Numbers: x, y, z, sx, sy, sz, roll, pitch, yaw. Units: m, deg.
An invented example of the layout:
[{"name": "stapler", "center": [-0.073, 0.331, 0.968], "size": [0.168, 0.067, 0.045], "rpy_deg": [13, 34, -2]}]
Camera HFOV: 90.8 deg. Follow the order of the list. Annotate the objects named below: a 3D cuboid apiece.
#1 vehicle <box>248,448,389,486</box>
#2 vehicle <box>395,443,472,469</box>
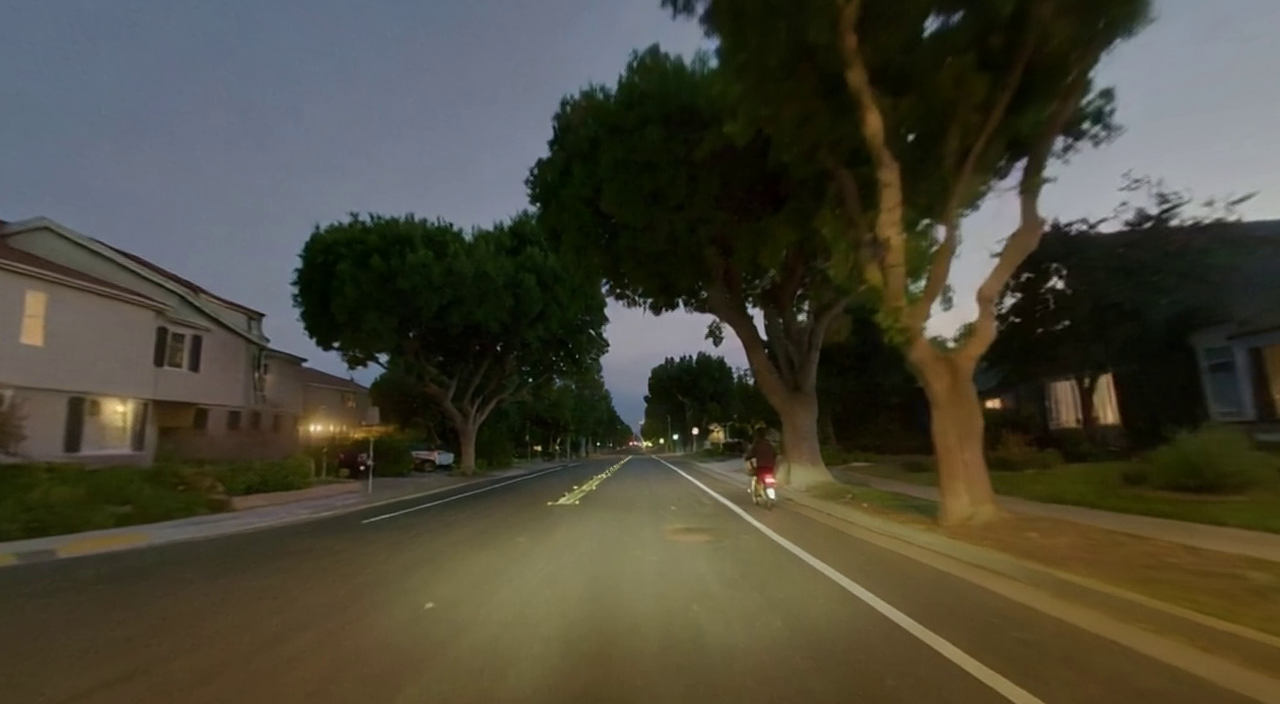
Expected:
[{"name": "vehicle", "center": [-13.137, 4.696, 26.070], "size": [4.717, 1.465, 1.887], "rpy_deg": [0, -9, -3]}, {"name": "vehicle", "center": [-14.071, 7.096, 43.311], "size": [4.587, 1.722, 1.906], "rpy_deg": [0, -9, -2]}]
